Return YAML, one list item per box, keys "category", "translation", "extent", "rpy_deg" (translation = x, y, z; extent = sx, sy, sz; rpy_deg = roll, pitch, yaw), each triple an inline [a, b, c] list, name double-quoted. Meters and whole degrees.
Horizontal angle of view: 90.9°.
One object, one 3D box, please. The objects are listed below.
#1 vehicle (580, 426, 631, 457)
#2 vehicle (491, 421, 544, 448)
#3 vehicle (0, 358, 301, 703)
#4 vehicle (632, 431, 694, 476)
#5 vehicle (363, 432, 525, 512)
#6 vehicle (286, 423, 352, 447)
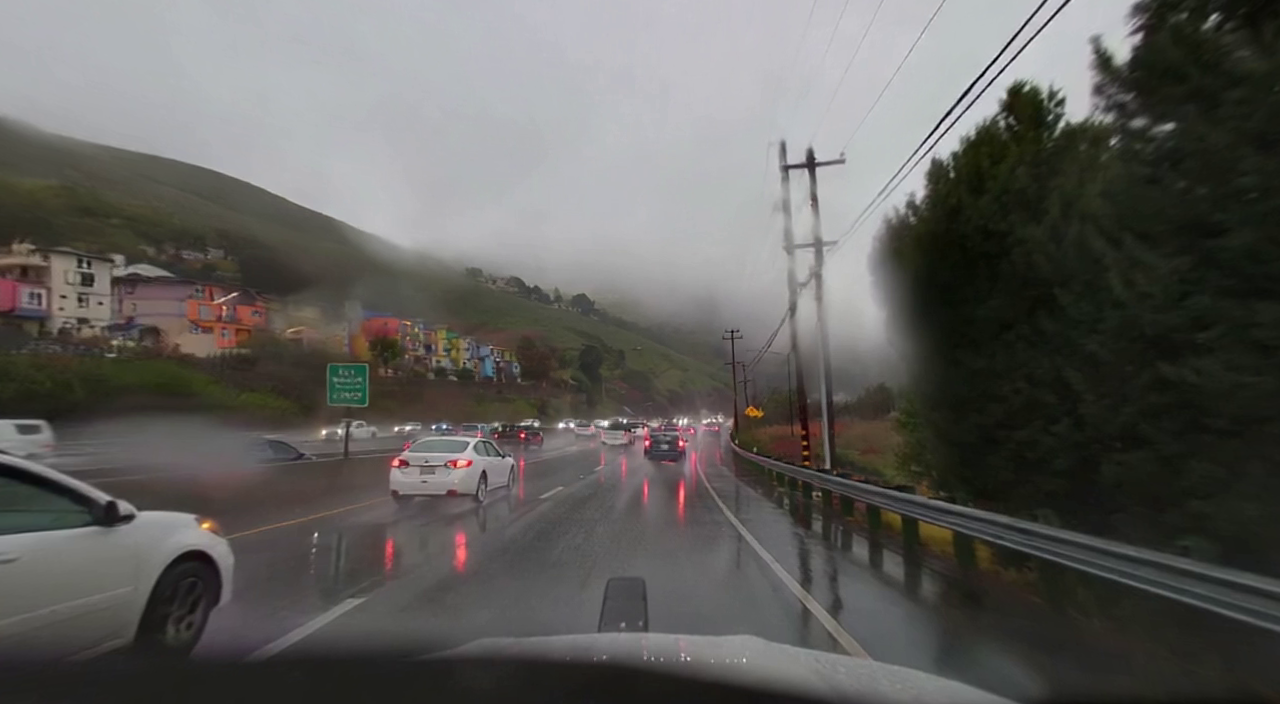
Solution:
- category: "vehicle"
  translation: [-1.937, 5.223, 36.676]
  extent: [2.121, 1.639, 4.383]
  rpy_deg: [-1, -8, 8]
- category: "vehicle"
  translation: [-8.571, 5.878, 44.605]
  extent: [2.080, 1.833, 4.461]
  rpy_deg: [-2, -9, 12]
- category: "vehicle"
  translation: [-4.142, 0.975, 3.427]
  extent: [2.079, 1.763, 4.295]
  rpy_deg: [0, -8, 2]
- category: "vehicle"
  translation: [0.893, 3.726, 23.237]
  extent: [2.109, 1.495, 3.935]
  rpy_deg: [-1, -8, 4]
- category: "vehicle"
  translation: [-4.153, 2.617, 14.342]
  extent: [1.956, 1.478, 4.789]
  rpy_deg: [-1, -8, 2]
- category: "vehicle"
  translation: [-21.940, 5.735, 43.310]
  extent: [1.842, 1.568, 4.109]
  rpy_deg: [-2, -8, 11]
